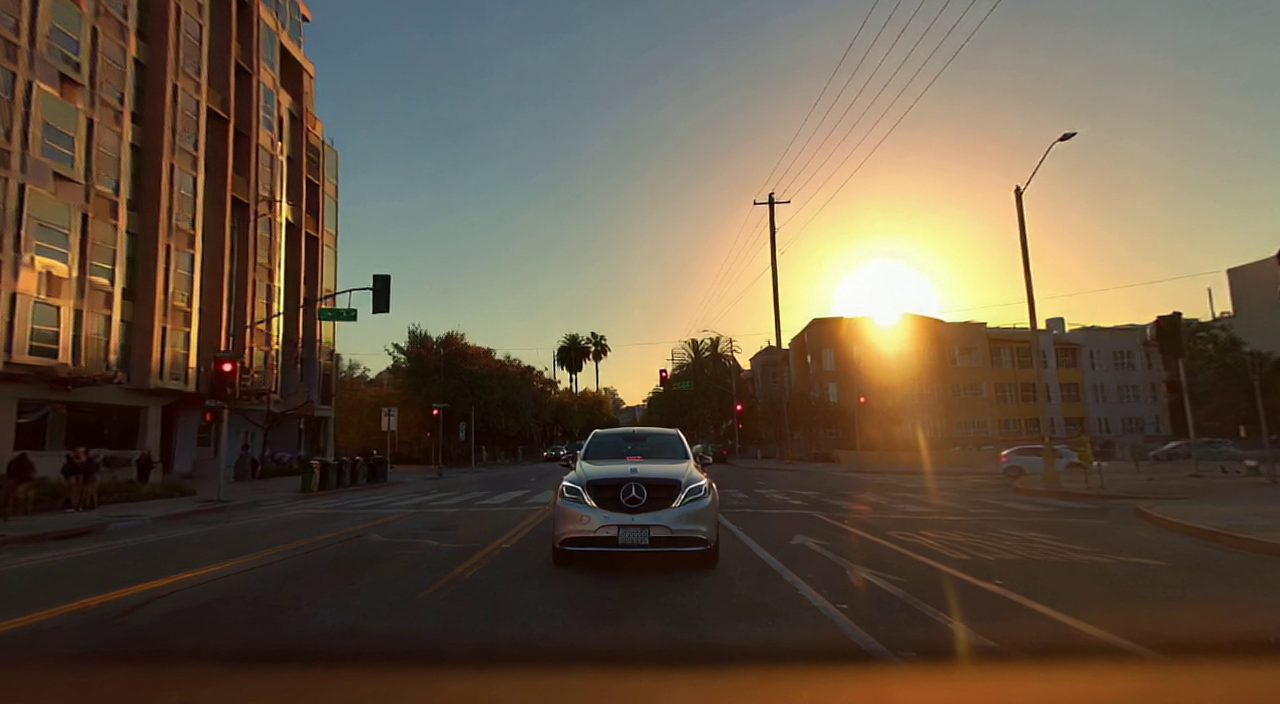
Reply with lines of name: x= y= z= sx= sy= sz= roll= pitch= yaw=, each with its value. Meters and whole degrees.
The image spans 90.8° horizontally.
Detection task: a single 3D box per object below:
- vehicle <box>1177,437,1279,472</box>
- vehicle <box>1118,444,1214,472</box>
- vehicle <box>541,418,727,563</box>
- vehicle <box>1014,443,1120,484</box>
vehicle: x=32.315 y=5.500 z=34.054 sx=4.649 sy=1.760 sz=2.029 roll=-1 pitch=-8 yaw=3
vehicle: x=32.231 y=6.475 z=38.778 sx=4.234 sy=1.613 sz=1.812 roll=0 pitch=-8 yaw=-1
vehicle: x=-0.079 y=1.877 z=9.238 sx=2.144 sy=1.643 sz=3.770 roll=0 pitch=-8 yaw=0
vehicle: x=18.289 y=4.718 z=27.050 sx=4.118 sy=1.593 sz=2.004 roll=4 pitch=-10 yaw=-29
